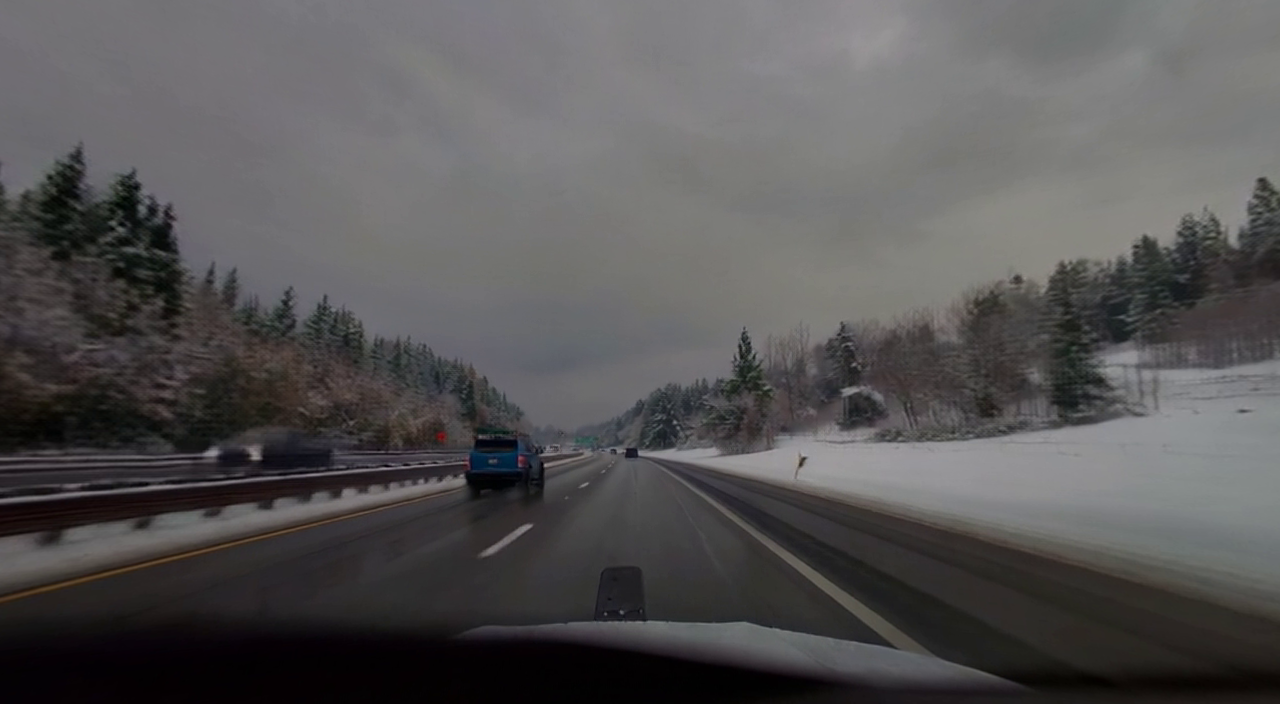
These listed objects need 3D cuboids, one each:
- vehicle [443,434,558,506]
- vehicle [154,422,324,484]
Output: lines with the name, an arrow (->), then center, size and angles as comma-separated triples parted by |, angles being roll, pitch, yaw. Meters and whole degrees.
vehicle -> -3.709, 3.251, 17.762 | 2.135, 1.755, 4.476 | 0, -9, 1
vehicle -> -12.022, 3.102, 19.415 | 2.072, 1.634, 4.756 | 0, -9, 0
